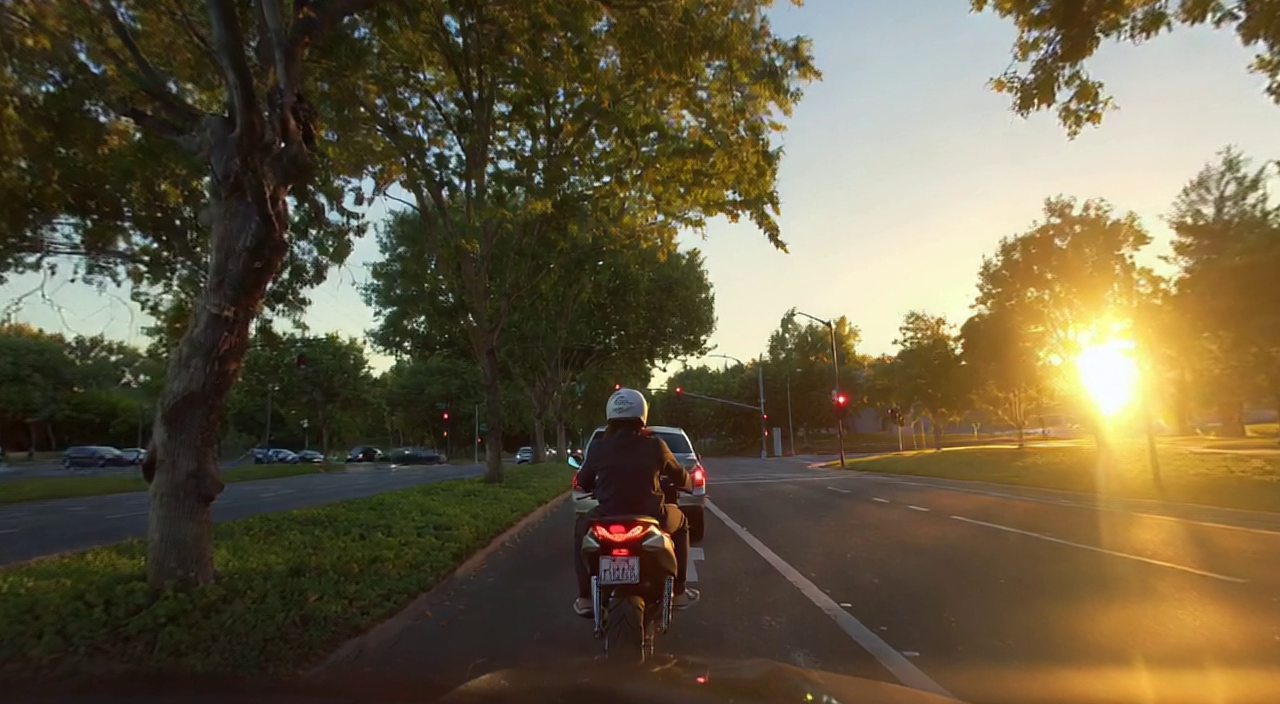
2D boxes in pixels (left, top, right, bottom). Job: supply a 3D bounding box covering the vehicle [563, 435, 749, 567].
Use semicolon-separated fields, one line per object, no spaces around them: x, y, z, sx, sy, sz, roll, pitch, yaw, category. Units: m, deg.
0.131;1.999;9.388;2.093;1.450;4.437;0;-8;-1;vehicle
